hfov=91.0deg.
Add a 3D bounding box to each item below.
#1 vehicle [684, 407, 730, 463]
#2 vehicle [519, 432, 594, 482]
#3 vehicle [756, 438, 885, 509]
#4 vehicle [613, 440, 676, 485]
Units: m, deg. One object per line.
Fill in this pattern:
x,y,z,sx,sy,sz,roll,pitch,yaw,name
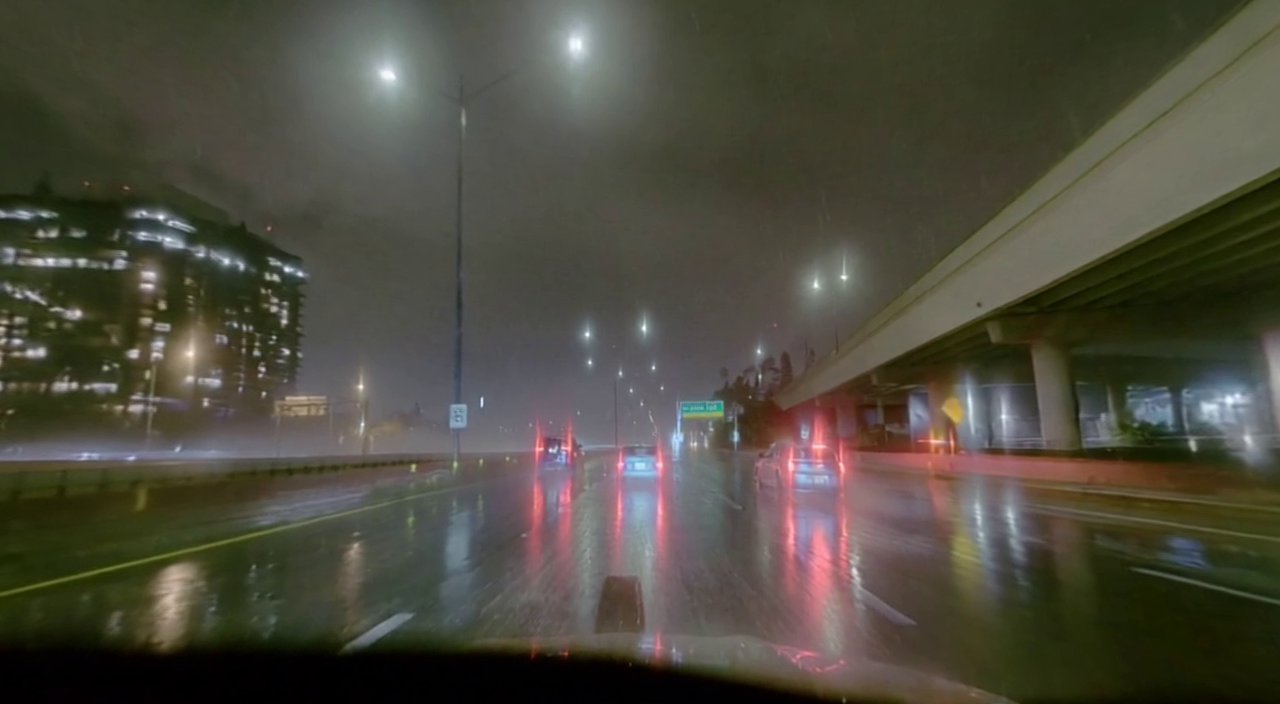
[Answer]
5.070,6.511,48.914,3.057,3.993,6.983,0,-8,2,vehicle
-3.272,4.245,25.695,2.142,1.819,4.648,0,-8,3,vehicle
4.195,2.870,15.348,1.974,1.490,3.994,0,-8,0,vehicle
0.199,3.976,22.969,2.089,1.493,3.964,0,-8,1,vehicle
